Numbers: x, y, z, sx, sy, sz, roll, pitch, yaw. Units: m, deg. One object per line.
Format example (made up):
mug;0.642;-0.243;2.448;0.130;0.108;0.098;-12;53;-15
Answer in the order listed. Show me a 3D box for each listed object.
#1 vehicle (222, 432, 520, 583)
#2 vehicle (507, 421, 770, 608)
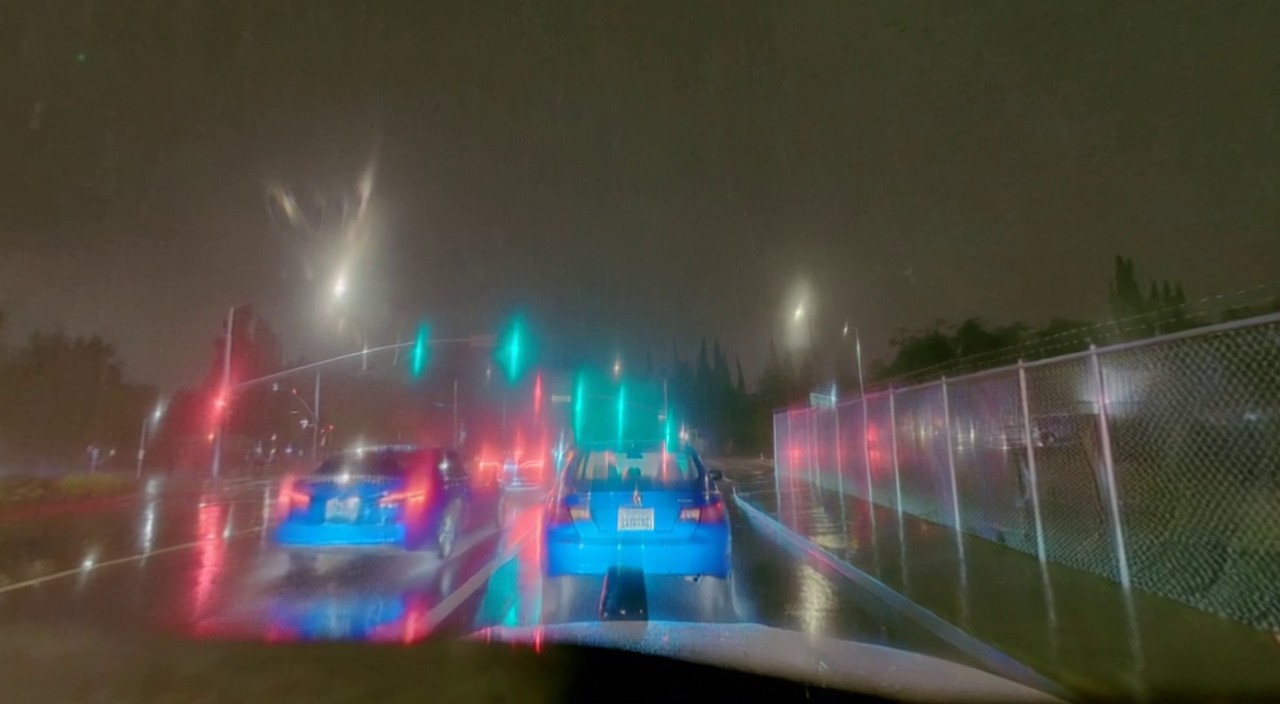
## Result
vehicle;-3.144;1.904;8.627;1.971;1.488;4.581;0;-9;1
vehicle;-0.019;1.643;7.245;2.144;1.514;4.063;0;-9;0
